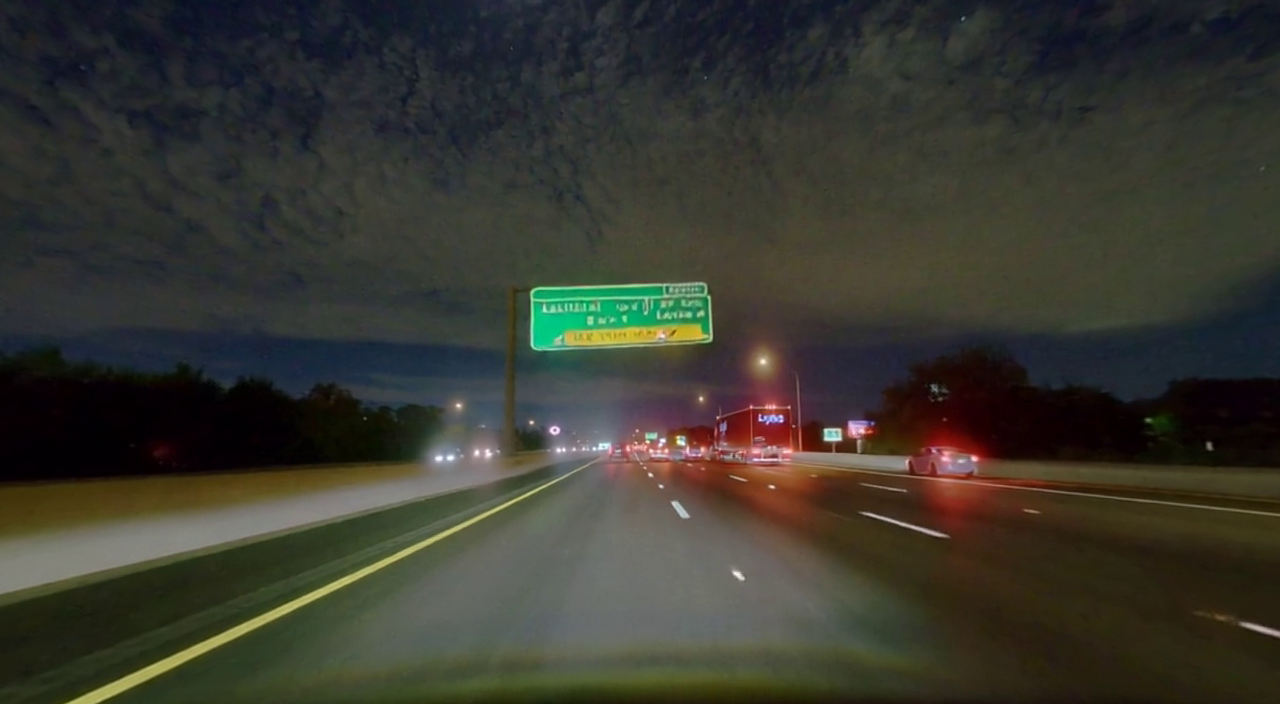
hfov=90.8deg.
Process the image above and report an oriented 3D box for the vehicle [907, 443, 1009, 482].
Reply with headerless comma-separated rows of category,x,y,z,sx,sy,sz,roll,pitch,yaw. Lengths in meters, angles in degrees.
vehicle,13.199,4.577,26.552,1.862,1.462,4.459,0,-9,-2
